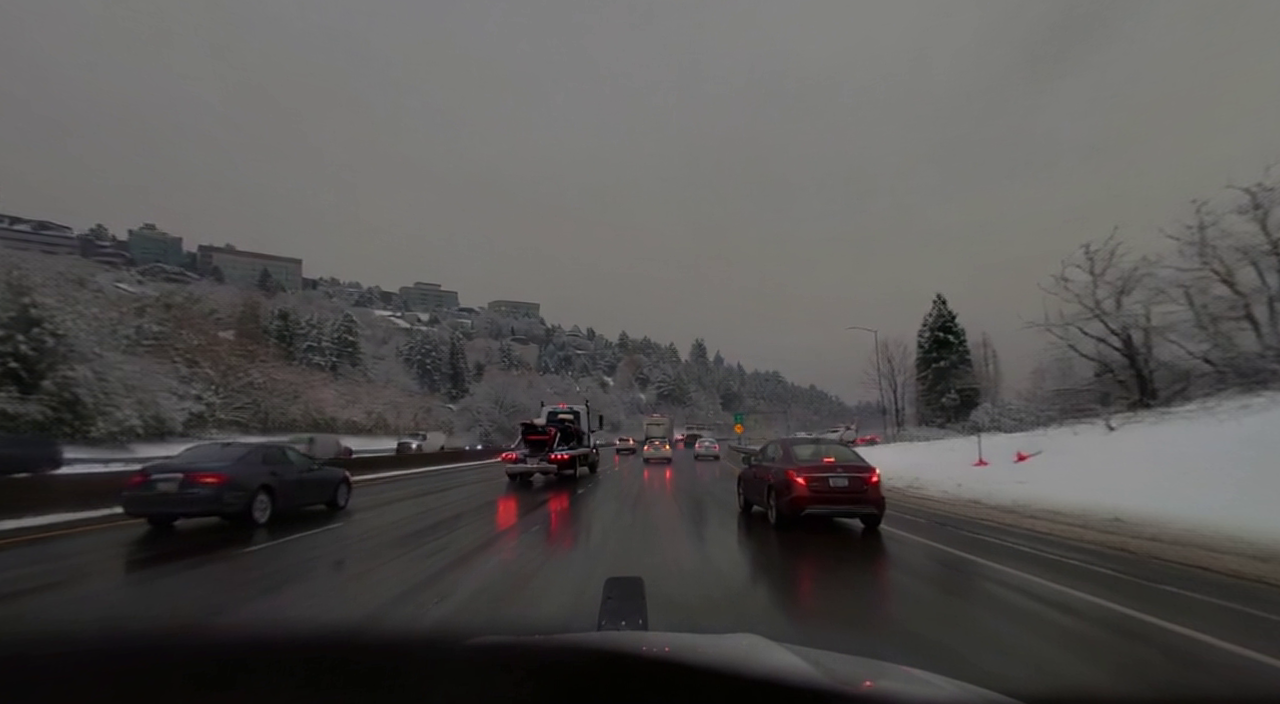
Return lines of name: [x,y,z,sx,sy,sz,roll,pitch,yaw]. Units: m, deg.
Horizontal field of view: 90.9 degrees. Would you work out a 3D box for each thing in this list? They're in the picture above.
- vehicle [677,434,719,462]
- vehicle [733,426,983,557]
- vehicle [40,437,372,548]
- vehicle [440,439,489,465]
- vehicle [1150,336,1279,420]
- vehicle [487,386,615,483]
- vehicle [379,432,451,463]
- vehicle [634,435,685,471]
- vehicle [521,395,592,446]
vehicle: [3.533,5.961,39.232,2.075,1.614,4.682,0,-8,-1]
vehicle: [2.837,1.916,9.446,2.040,1.481,4.260,0,-8,-3]
vehicle: [-6.619,2.165,10.579,1.964,1.395,4.948,0,-8,2]
vehicle: [-11.472,6.550,41.485,1.869,1.603,3.861,-1,-8,5]
vehicle: [14.342,0.618,14.148,1.979,1.616,4.268,1,-8,-5]
vehicle: [-2.908,3.264,24.435,3.162,2.955,10.282,0,-8,2]
vehicle: [-14.664,6.279,41.543,2.333,1.897,5.499,-1,-8,5]
vehicle: [0.865,4.485,28.171,2.079,1.499,3.915,0,-8,2]
vehicle: [-2.940,2.620,23.232,1.893,1.674,4.766,0,-8,1]
